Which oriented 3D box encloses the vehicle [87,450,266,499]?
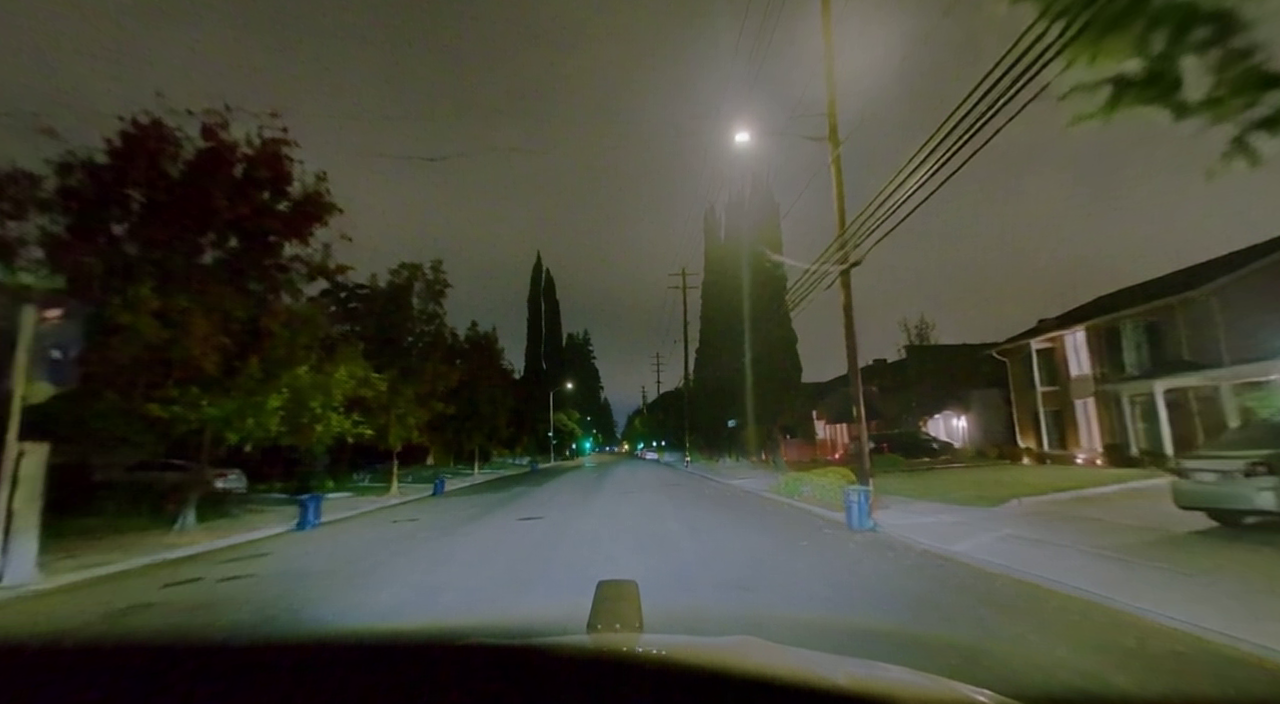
[{"bbox_3d":[-14.996,3.951,20.797,4.477,1.449,1.922,5,-10,-32],"label":"vehicle"}]

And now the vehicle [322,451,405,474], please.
[{"bbox_3d":[-18.058,7.198,41.391,4.519,1.426,1.903,8,-12,-42],"label":"vehicle"}]

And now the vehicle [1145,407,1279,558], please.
[{"bbox_3d":[9.951,1.460,8.502,4.697,1.604,1.838,-8,-8,-5],"label":"vehicle"}]

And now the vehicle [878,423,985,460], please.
[{"bbox_3d":[15.083,4.655,32.837,4.562,1.832,1.987,0,-9,-3],"label":"vehicle"}]
